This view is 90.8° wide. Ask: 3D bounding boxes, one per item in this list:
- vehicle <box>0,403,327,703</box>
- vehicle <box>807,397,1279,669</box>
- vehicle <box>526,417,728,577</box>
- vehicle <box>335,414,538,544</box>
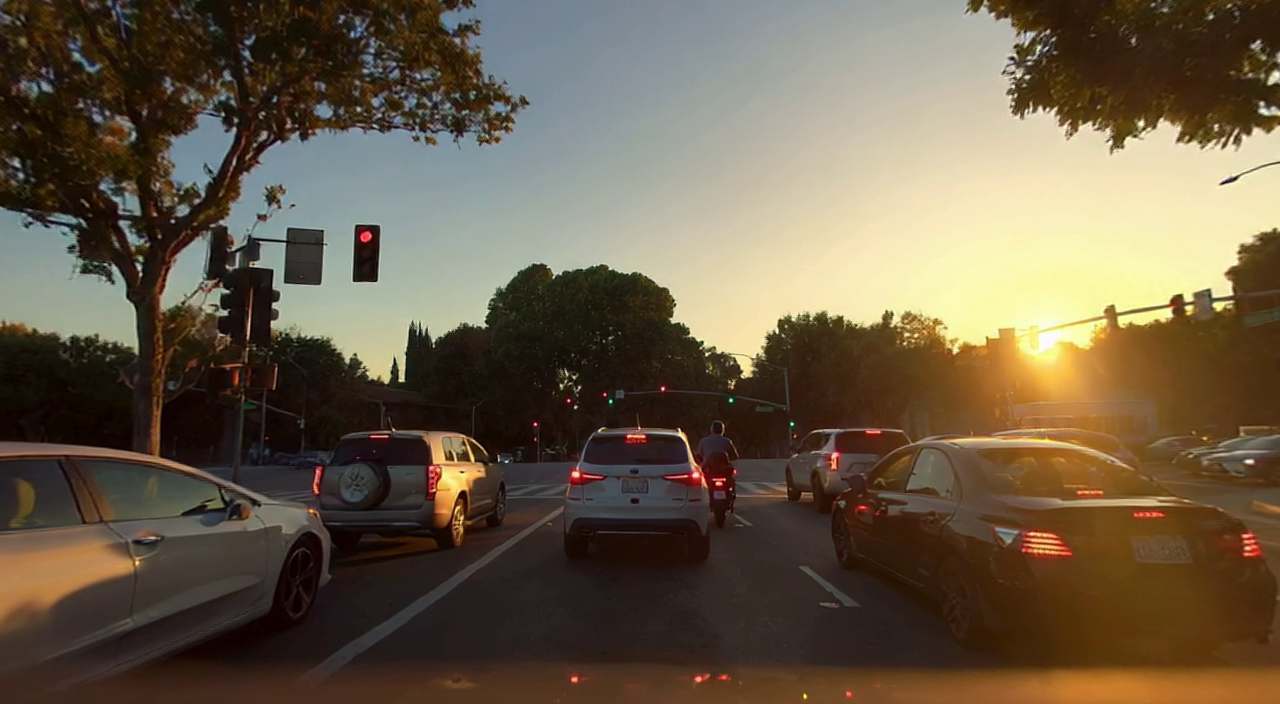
[{"bbox_3d":[-3.350,0.945,2.358,1.863,1.495,4.667,0,-8,2],"label":"vehicle"},{"bbox_3d":[3.236,1.444,6.194,2.006,1.659,4.462,0,-8,1],"label":"vehicle"},{"bbox_3d":[-0.102,1.801,8.550,2.106,1.655,3.717,0,-8,1],"label":"vehicle"},{"bbox_3d":[-3.225,2.111,11.155,2.048,1.805,4.405,0,-8,1],"label":"vehicle"}]
